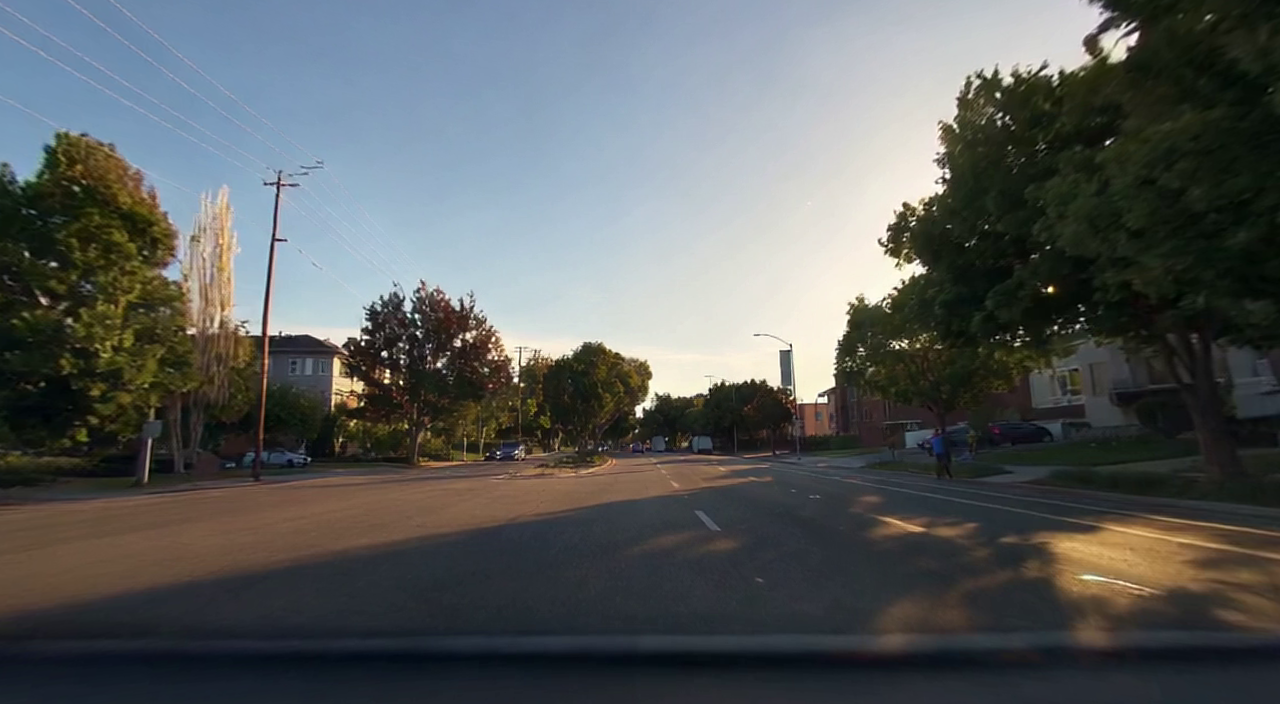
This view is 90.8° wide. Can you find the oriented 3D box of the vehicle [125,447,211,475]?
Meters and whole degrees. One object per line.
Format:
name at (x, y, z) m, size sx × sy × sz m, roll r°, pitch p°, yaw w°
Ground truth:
vehicle at (-35.251, 8.126, 47.402) m, size 2.094 × 1.839 × 5.001 m, roll -4°, pitch -9°, yaw 10°
